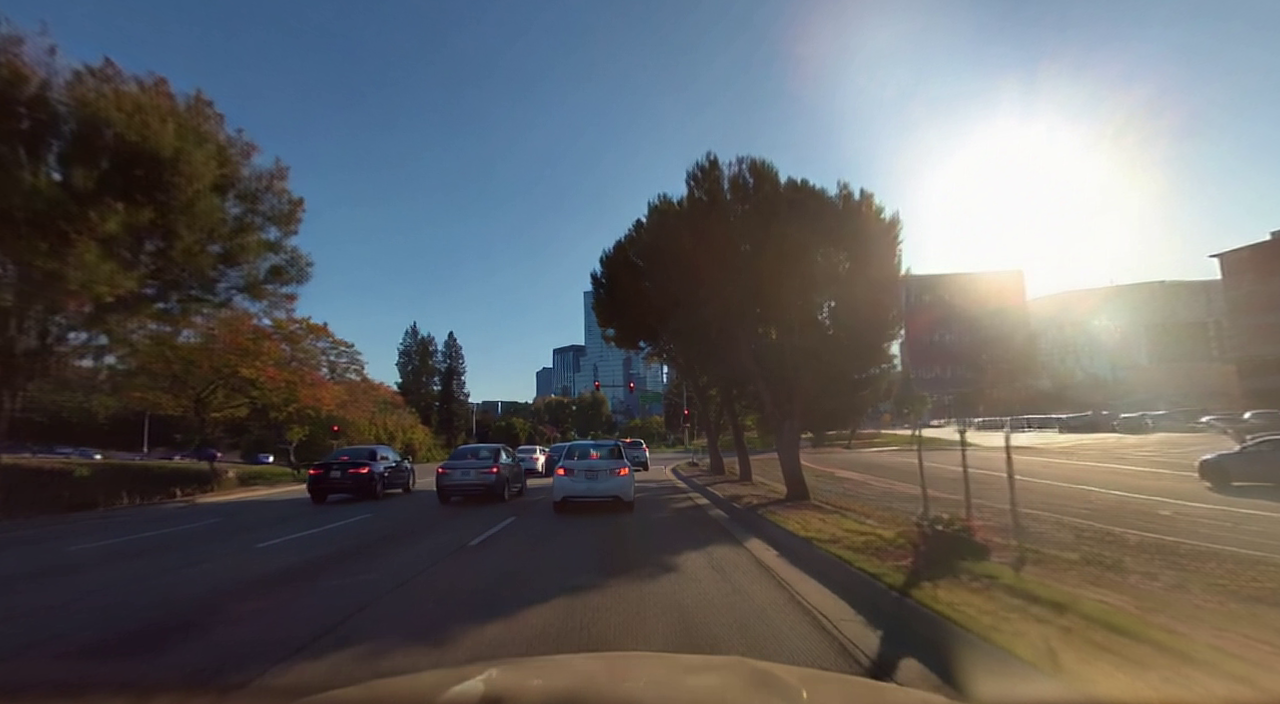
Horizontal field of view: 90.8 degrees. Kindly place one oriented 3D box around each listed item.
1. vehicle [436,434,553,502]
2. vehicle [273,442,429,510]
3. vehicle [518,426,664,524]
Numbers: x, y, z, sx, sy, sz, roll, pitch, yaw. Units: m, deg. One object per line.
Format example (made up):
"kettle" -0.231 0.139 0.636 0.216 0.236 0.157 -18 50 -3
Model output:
"vehicle" -3.562 2.928 16.393 1.920 1.480 4.549 0 -8 1
"vehicle" -7.051 3.044 16.021 1.852 1.458 4.422 0 -8 0
"vehicle" -0.771 2.225 11.973 2.231 1.481 4.489 0 -8 -1
